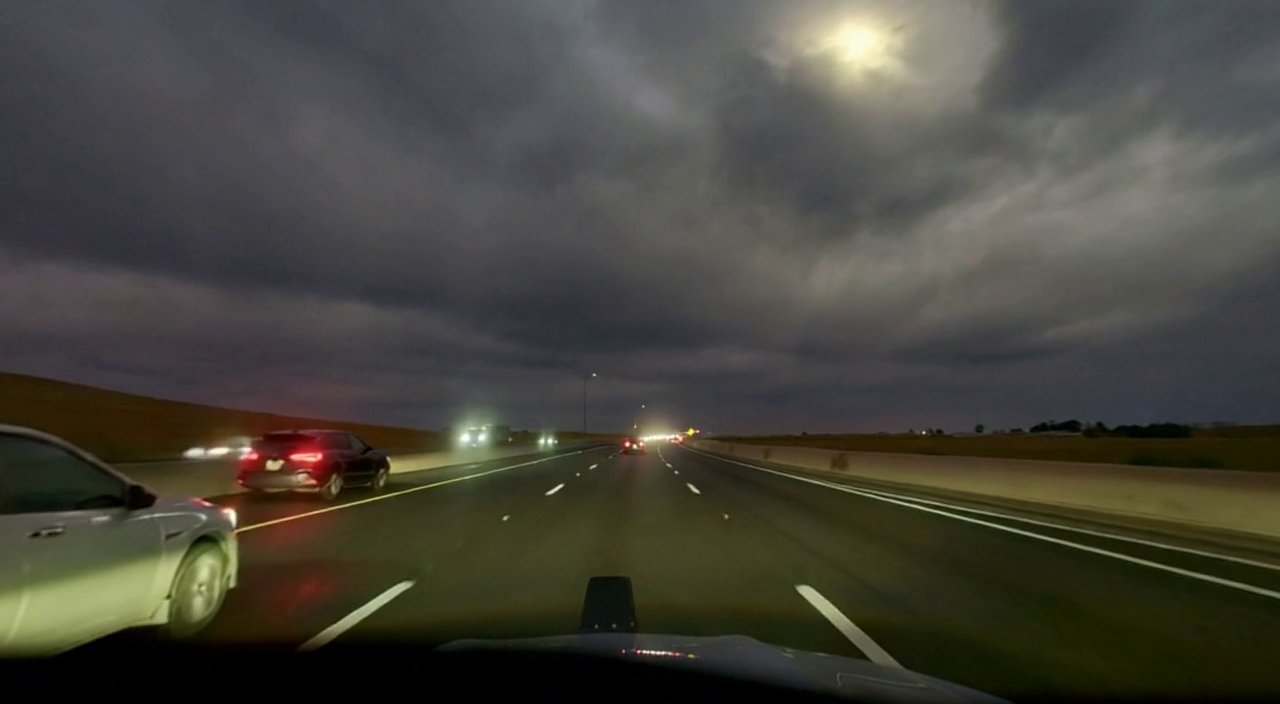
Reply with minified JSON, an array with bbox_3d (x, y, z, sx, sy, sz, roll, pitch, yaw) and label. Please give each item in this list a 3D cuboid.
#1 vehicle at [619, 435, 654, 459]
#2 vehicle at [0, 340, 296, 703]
[{"bbox_3d":[-0.223,6.126,40.751,2.140,1.475,3.969,0,-8,-1],"label":"vehicle"},{"bbox_3d":[-3.808,0.819,2.799,2.070,1.703,4.452,0,-8,-1],"label":"vehicle"}]
